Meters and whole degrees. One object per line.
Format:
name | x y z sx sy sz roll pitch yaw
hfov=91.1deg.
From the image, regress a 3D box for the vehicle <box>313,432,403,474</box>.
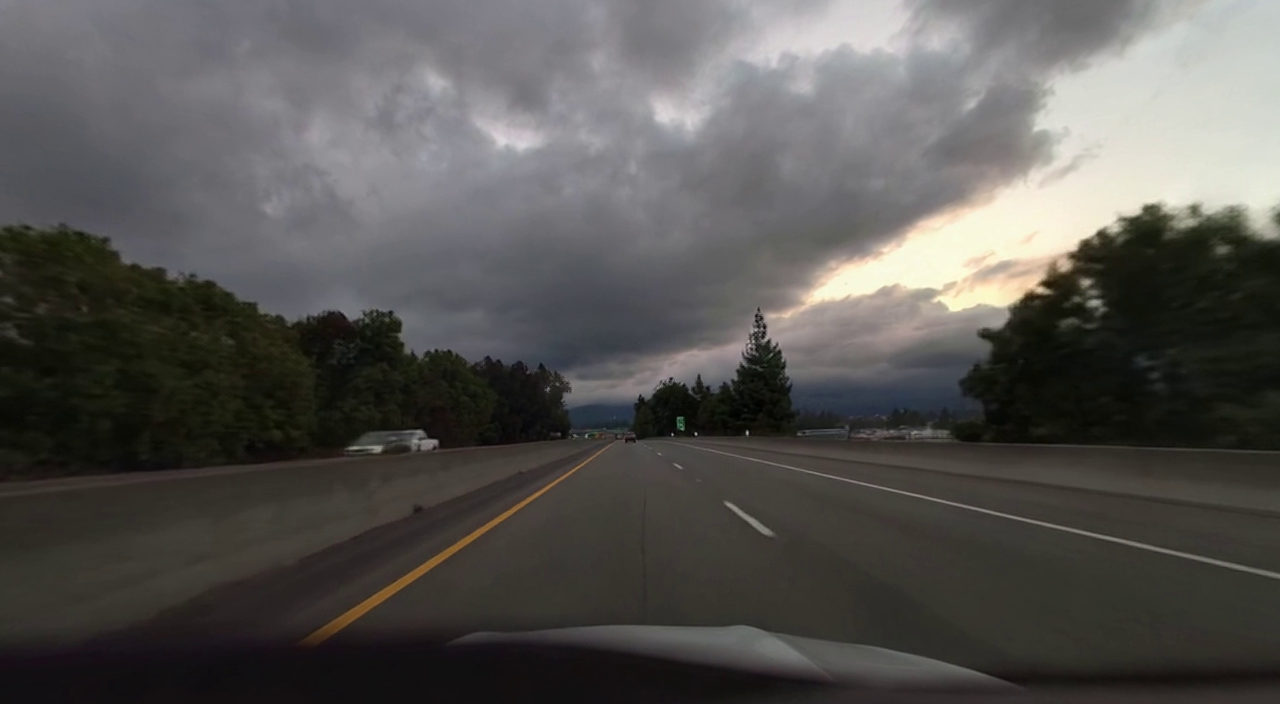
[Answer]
vehicle | -13.869 4.954 31.186 2.703 1.938 3.843 0 -8 -1
